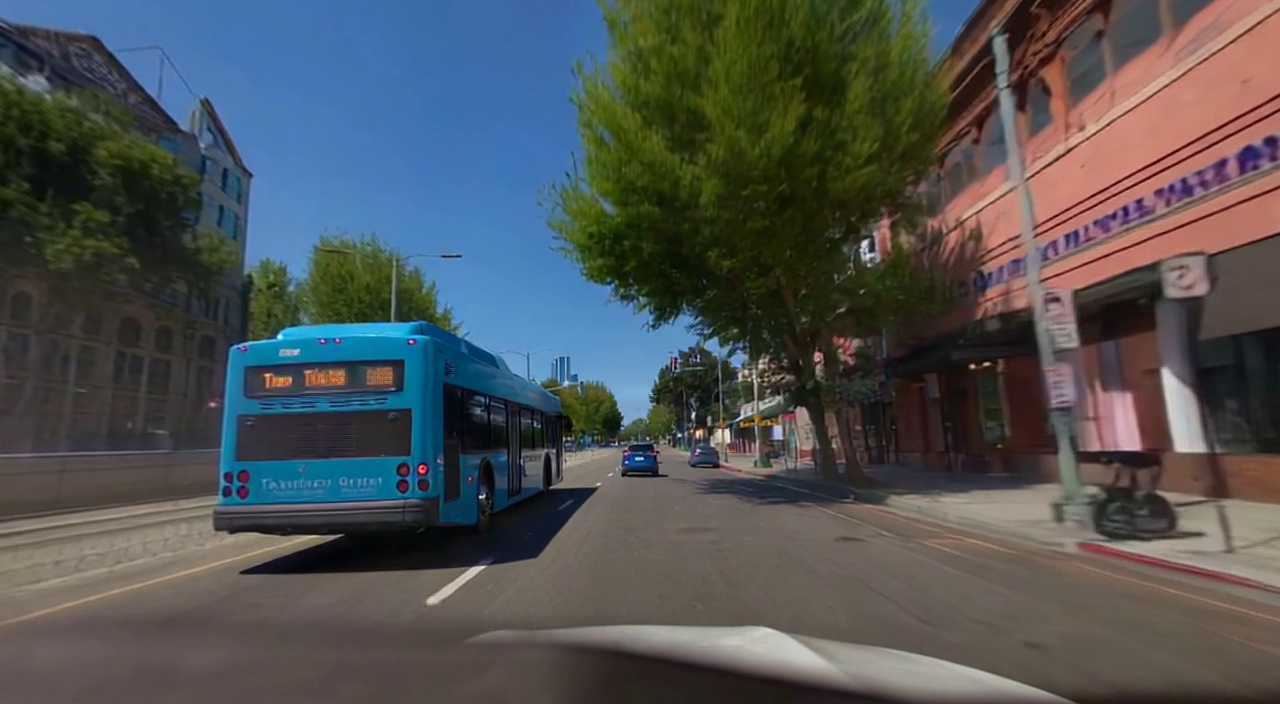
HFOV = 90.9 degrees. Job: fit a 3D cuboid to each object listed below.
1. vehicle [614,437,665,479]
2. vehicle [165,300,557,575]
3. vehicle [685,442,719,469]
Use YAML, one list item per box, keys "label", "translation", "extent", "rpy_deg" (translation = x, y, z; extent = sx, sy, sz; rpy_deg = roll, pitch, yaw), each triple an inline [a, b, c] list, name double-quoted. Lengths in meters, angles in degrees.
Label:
- label: "vehicle"
  translation: [0.001, 4.646, 27.899]
  extent: [2.120, 1.727, 3.917]
  rpy_deg: [0, -8, 1]
- label: "vehicle"
  translation: [-3.496, 1.319, 11.003]
  extent: [2.920, 2.884, 8.588]
  rpy_deg: [1, -6, 0]
- label: "vehicle"
  translation: [4.374, 7.401, 45.284]
  extent: [2.138, 1.787, 4.522]
  rpy_deg: [-1, -8, 2]
